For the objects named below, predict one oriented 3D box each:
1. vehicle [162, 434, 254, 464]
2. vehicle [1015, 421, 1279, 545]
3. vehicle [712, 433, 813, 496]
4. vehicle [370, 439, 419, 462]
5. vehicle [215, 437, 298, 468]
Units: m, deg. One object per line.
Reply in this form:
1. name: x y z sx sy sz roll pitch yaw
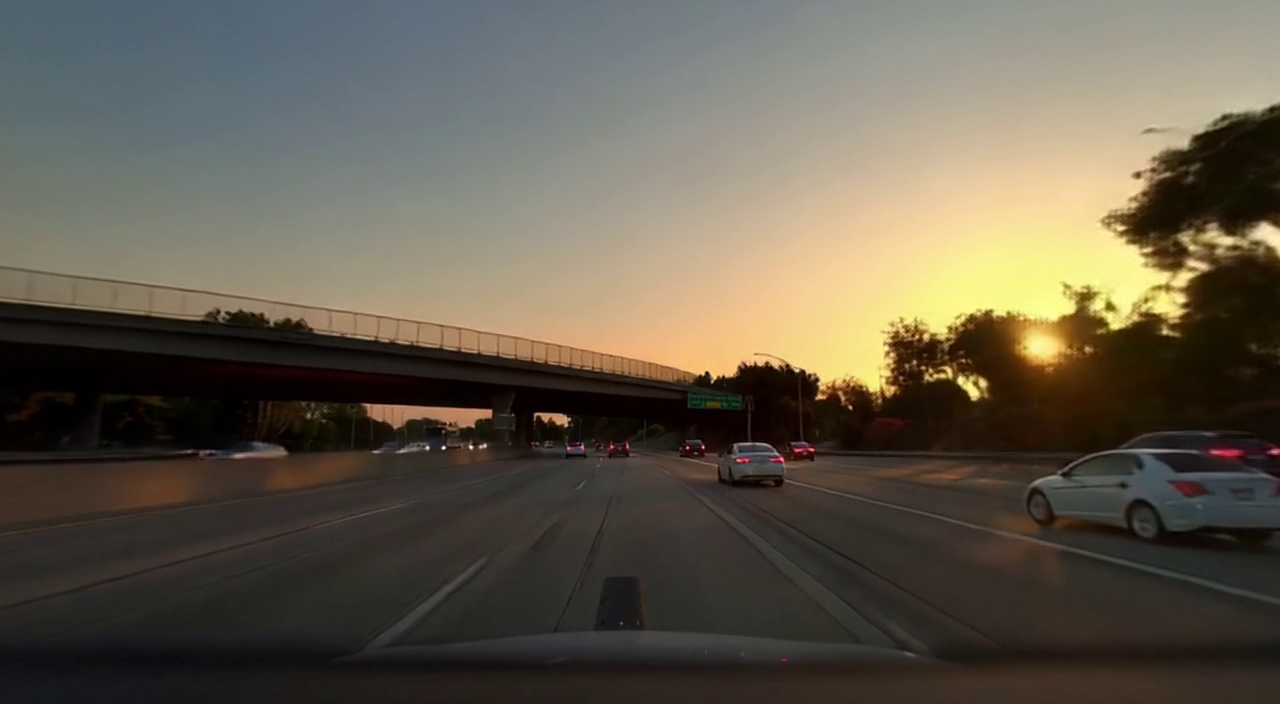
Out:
1. vehicle: -28.290 6.374 41.536 2.163 1.813 5.608 0 -9 -2
2. vehicle: 8.886 2.100 10.777 1.909 1.634 4.739 0 -9 -1
3. vehicle: 3.289 3.126 17.730 1.975 1.562 3.823 0 -9 -1
4. vehicle: -17.842 7.185 45.962 1.921 1.515 4.417 0 -9 -2
5. vehicle: -21.310 5.602 35.200 1.970 1.632 4.332 0 -9 -2
